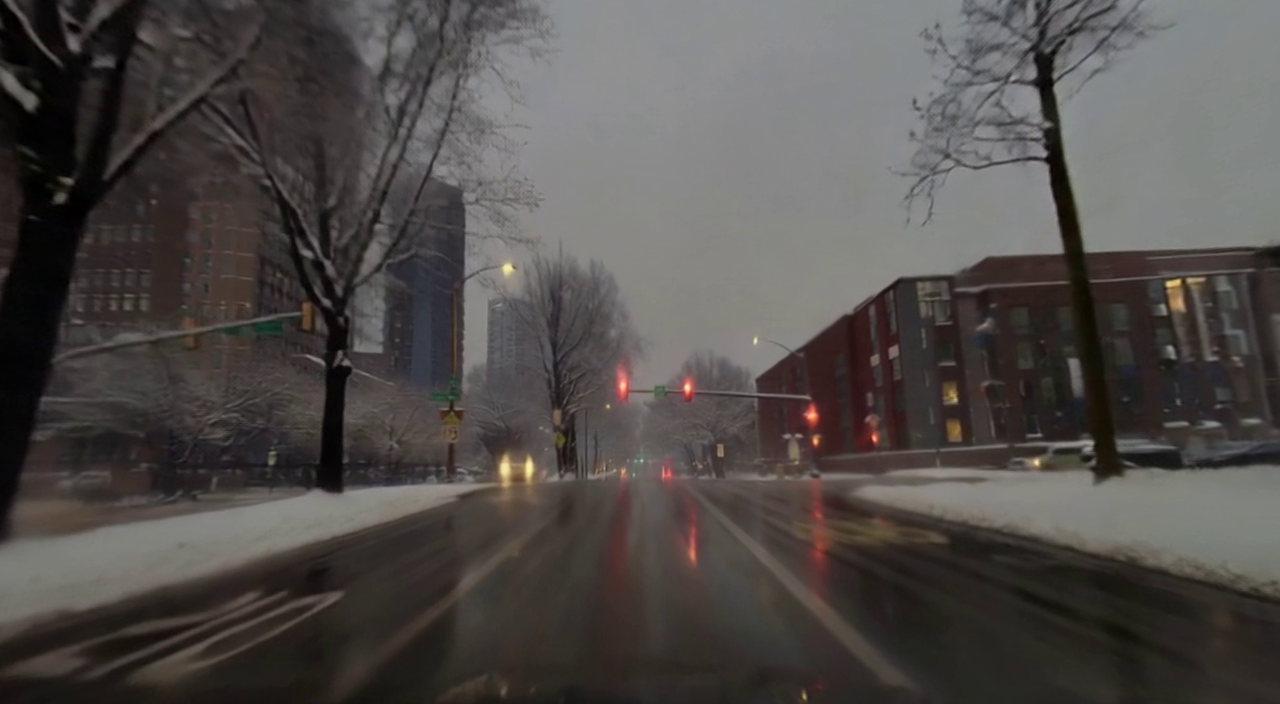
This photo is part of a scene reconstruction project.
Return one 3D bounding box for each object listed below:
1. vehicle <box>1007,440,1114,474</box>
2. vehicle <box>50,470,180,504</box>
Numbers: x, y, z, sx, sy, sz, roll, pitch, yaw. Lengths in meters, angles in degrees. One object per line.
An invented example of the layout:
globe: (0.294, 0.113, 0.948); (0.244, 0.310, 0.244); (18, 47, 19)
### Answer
vehicle: (21.318, 5.328, 32.170); (3.967, 1.636, 1.932); (-1, -9, 1)
vehicle: (-26.585, 6.857, 32.111); (4.758, 1.549, 2.194); (-1, -9, 4)
